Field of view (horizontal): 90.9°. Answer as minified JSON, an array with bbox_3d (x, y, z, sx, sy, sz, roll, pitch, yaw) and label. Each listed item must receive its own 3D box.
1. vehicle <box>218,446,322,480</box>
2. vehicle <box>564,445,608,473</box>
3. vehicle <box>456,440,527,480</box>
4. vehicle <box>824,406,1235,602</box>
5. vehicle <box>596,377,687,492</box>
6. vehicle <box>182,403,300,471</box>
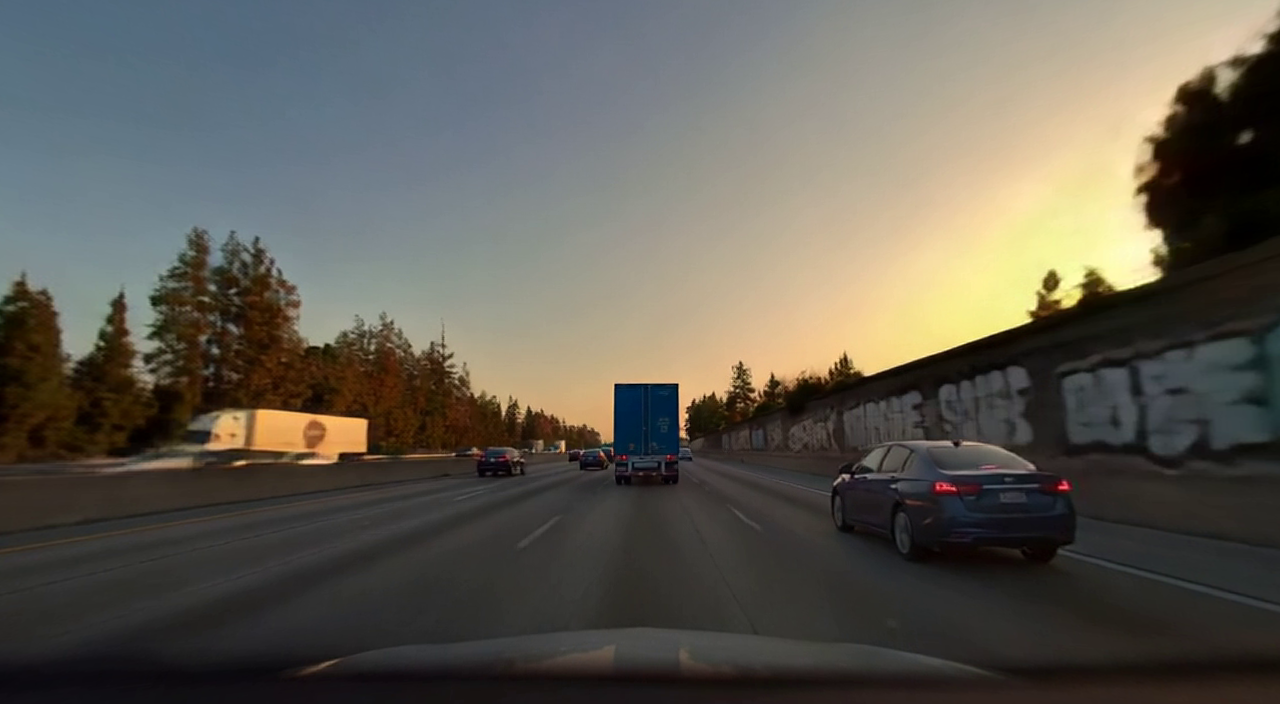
[{"bbox_3d":[-18.493,5.570,31.842,2.062,1.554,5.036,-1,-9,3],"label":"vehicle"},{"bbox_3d":[-3.031,6.071,35.915,2.020,1.505,4.171,0,-9,2],"label":"vehicle"},{"bbox_3d":[-6.416,4.729,27.694,2.005,1.607,4.042,0,-9,2],"label":"vehicle"},{"bbox_3d":[4.035,1.667,7.739,2.205,1.689,4.403,0,-9,0],"label":"vehicle"},{"bbox_3d":[0.087,3.394,25.152,2.915,3.661,9.741,0,-9,0],"label":"vehicle"},{"bbox_3d":[-24.238,5.290,38.752,2.998,3.835,5.934,-1,-9,2],"label":"vehicle"}]
